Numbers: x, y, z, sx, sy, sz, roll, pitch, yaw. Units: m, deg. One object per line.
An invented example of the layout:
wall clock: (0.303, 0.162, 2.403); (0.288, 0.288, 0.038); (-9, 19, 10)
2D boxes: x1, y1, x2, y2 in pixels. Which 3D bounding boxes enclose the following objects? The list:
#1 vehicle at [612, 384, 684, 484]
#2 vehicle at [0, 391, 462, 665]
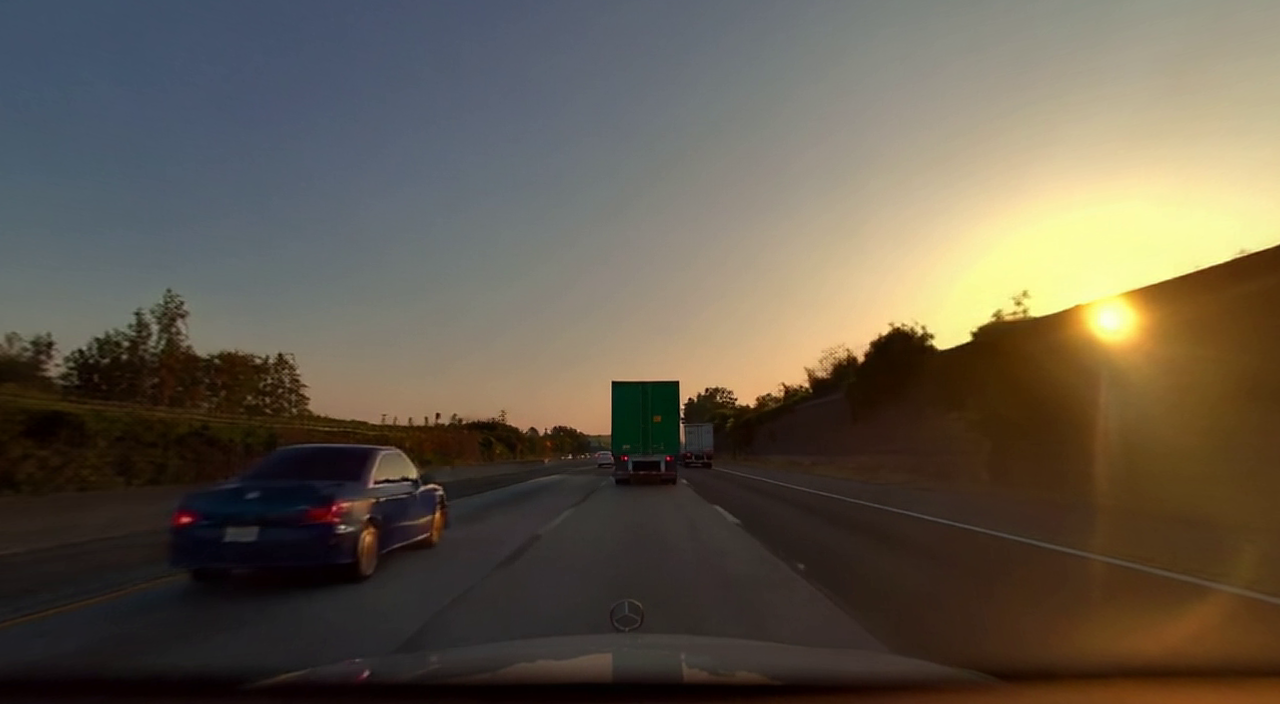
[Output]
vehicle: (0.349, 4.199, 31.336); (2.932, 4.042, 11.054); (0, -9, 0)
vehicle: (-3.473, 1.416, 6.121); (2.173, 1.657, 4.401); (0, -9, 0)
